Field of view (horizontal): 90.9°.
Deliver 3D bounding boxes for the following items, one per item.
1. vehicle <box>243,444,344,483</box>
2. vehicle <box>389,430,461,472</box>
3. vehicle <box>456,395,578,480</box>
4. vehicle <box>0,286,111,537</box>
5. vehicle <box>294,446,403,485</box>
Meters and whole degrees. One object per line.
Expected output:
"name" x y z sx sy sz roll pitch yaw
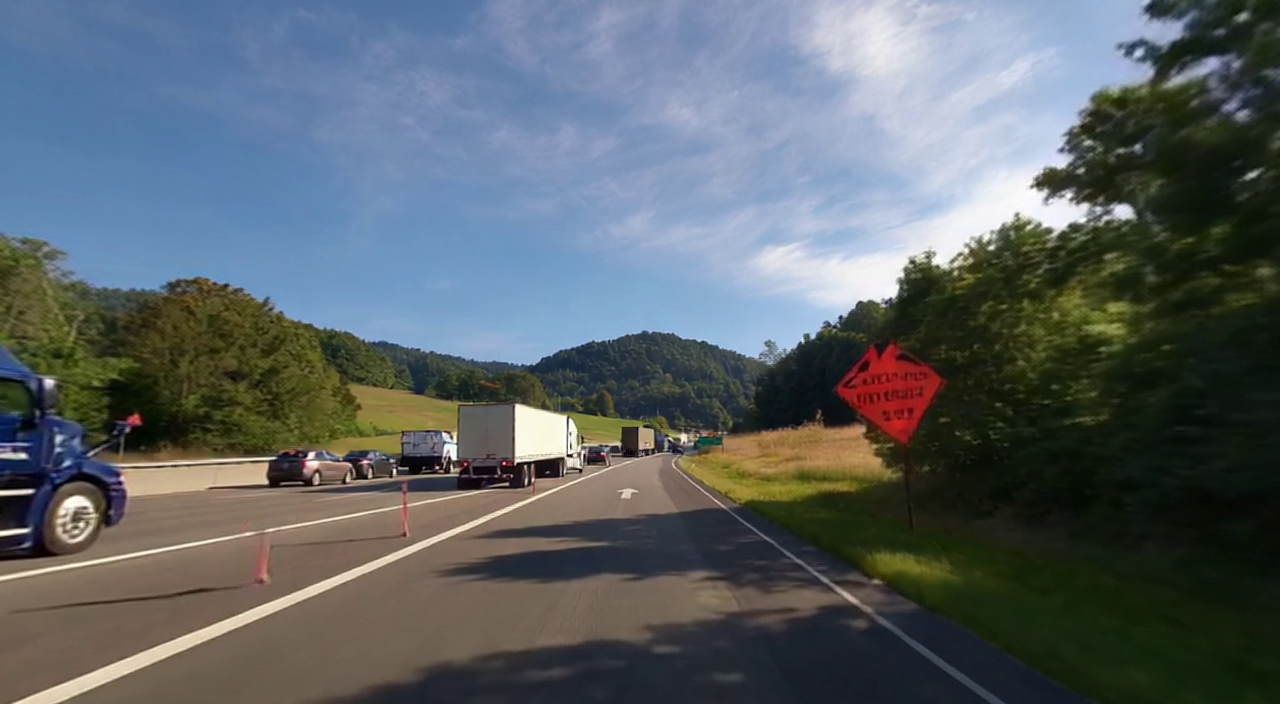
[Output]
"vehicle" -16.124 5.182 29.579 1.943 1.662 4.283 -1 -9 6
"vehicle" -14.253 6.644 42.138 2.264 2.596 5.494 -1 -9 7
"vehicle" -6.642 5.219 37.599 2.848 4.067 14.314 -1 -9 7
"vehicle" -11.285 0.714 8.321 2.960 3.757 5.799 -1 -9 7
"vehicle" -12.442 4.873 27.337 1.925 1.493 4.864 -2 -9 8
